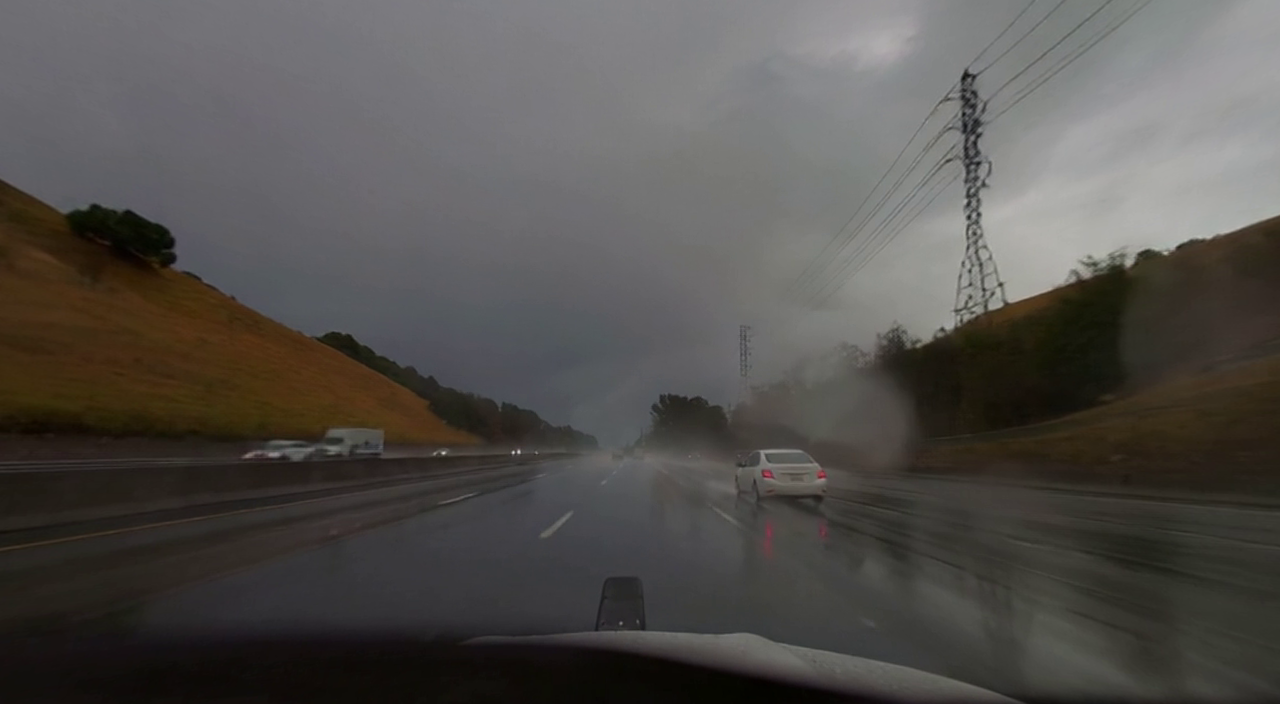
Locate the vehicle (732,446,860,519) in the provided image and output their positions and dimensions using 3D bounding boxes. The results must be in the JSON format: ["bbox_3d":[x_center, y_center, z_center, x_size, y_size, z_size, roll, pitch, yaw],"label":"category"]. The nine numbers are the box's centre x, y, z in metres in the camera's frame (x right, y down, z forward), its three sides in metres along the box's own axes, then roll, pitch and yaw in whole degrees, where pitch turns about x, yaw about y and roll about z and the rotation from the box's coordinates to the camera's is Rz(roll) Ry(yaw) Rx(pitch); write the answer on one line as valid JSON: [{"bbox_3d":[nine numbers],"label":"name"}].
[{"bbox_3d":[3.680,3.149,15.816,2.086,1.542,4.355,0,-9,0],"label":"vehicle"}]

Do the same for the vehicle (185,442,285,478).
[{"bbox_3d":[-17.919,4.776,28.135,1.749,1.471,4.110,0,-9,-1],"label":"vehicle"}]
